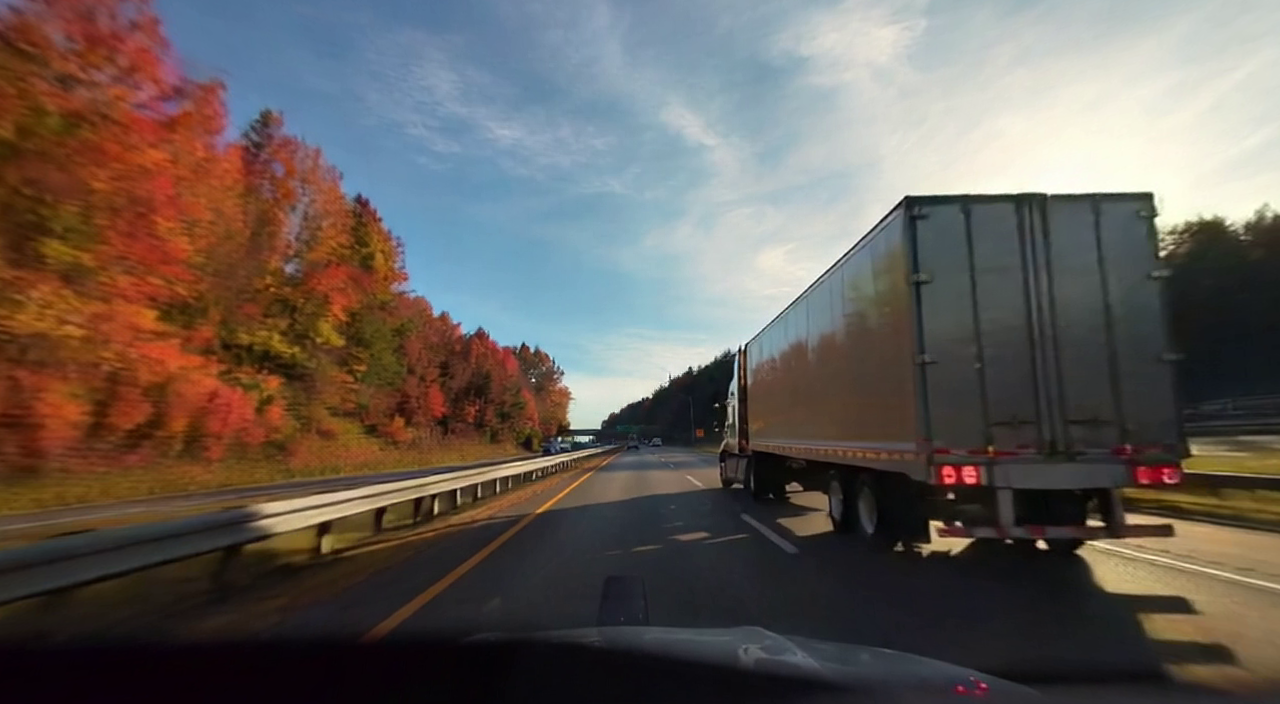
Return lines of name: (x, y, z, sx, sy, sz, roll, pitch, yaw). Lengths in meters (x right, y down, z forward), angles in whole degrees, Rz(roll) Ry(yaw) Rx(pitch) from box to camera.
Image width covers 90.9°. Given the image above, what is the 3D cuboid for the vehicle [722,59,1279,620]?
vehicle: (4.276, 0.826, 11.812, 3.357, 4.101, 14.659, 0, -8, -1)
